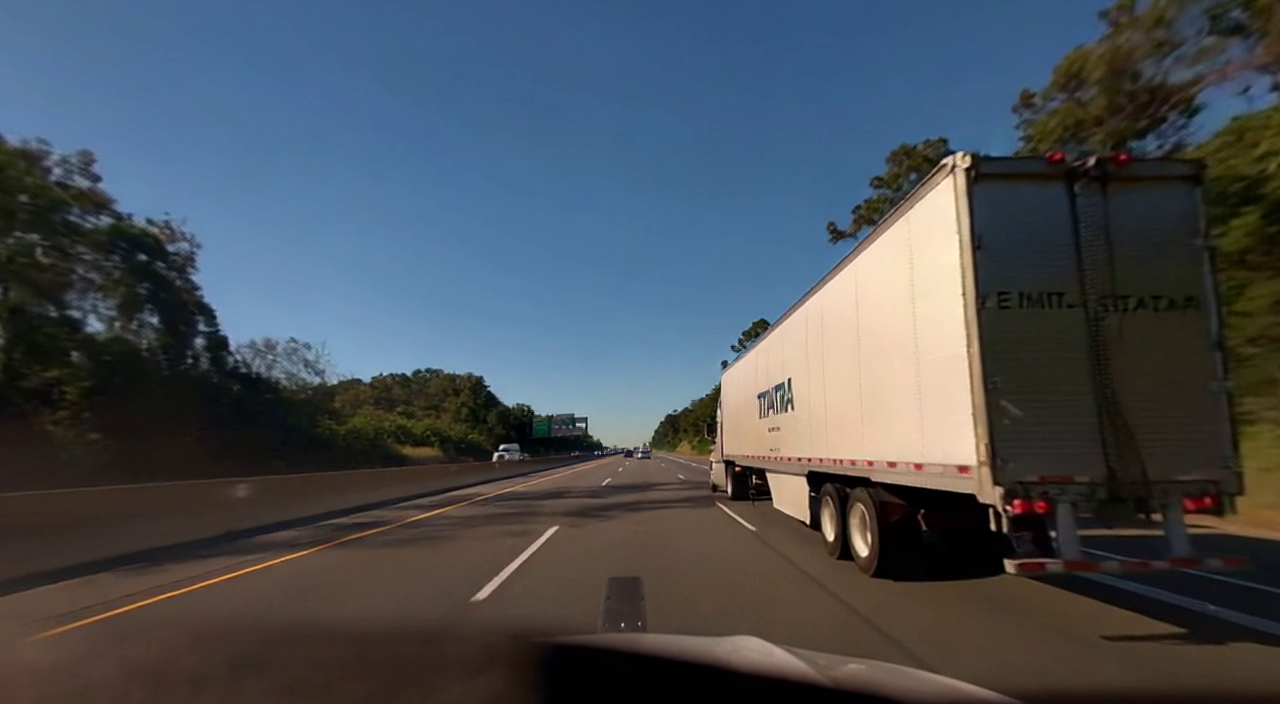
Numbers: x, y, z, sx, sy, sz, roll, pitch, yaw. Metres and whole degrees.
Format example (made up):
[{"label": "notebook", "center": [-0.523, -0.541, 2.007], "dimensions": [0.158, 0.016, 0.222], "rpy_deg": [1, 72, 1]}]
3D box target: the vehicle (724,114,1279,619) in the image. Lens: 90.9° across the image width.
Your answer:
[{"label": "vehicle", "center": [4.123, 1.099, 12.019], "dimensions": [2.947, 4.020, 14.220], "rpy_deg": [0, -9, -1]}]
